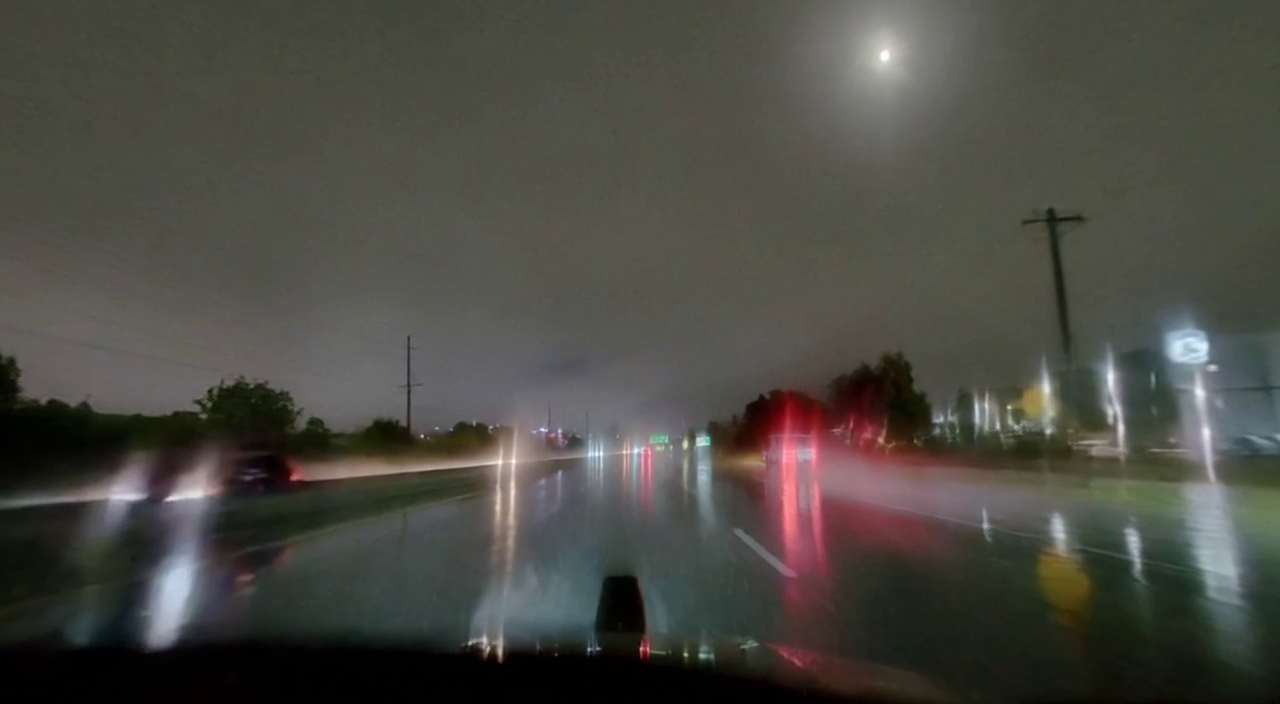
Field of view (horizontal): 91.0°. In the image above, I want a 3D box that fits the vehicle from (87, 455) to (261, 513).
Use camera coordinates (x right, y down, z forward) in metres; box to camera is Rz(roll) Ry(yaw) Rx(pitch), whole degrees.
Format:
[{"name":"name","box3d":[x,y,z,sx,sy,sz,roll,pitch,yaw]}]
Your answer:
[{"name":"vehicle","box3d":[-13.870,3.902,19.149,1.886,1.501,4.329,0,-9,1]}]
